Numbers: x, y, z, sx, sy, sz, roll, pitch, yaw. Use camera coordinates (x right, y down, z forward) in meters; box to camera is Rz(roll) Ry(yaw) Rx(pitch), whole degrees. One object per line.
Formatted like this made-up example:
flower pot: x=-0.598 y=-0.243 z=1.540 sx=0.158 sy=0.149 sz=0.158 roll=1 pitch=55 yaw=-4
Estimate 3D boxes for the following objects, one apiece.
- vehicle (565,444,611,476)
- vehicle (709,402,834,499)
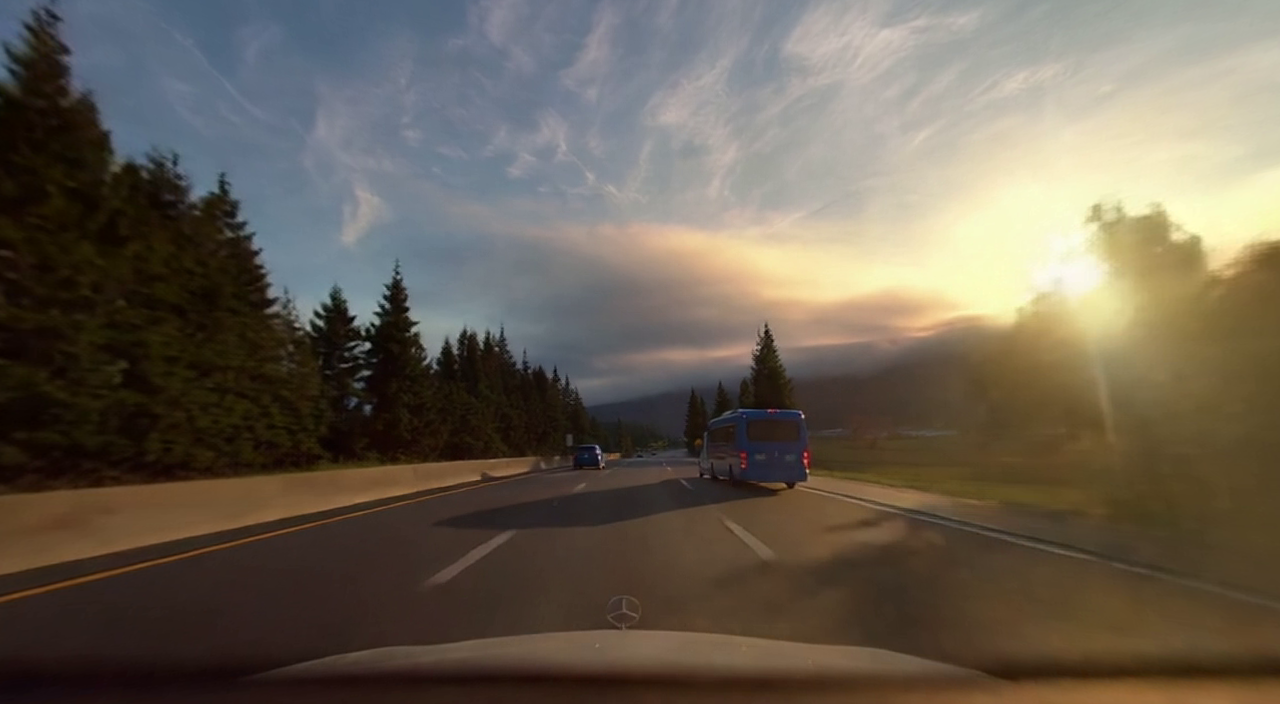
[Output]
vehicle: x=-2.764 y=5.839 z=34.346 sx=2.020 sy=1.619 sz=4.690 roll=0 pitch=-9 yaw=1
vehicle: x=4.009 y=3.234 z=20.764 sx=2.614 sy=2.655 sz=6.429 roll=0 pitch=-9 yaw=-1
